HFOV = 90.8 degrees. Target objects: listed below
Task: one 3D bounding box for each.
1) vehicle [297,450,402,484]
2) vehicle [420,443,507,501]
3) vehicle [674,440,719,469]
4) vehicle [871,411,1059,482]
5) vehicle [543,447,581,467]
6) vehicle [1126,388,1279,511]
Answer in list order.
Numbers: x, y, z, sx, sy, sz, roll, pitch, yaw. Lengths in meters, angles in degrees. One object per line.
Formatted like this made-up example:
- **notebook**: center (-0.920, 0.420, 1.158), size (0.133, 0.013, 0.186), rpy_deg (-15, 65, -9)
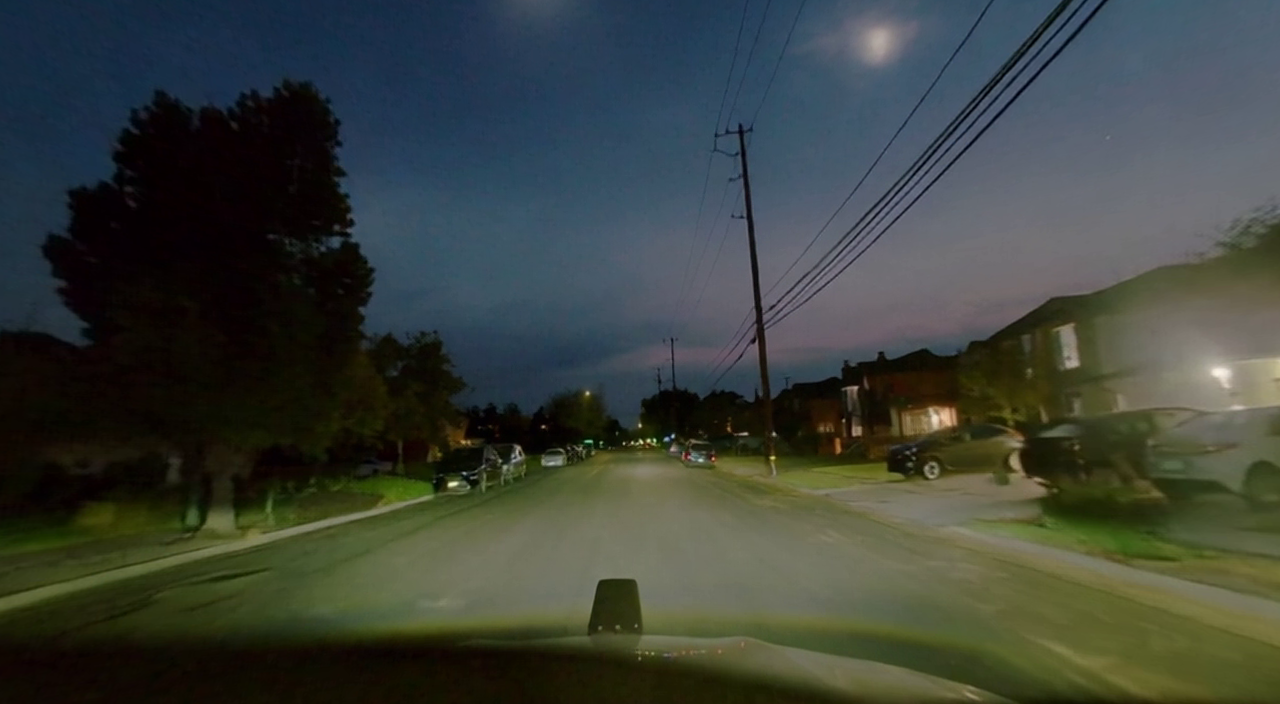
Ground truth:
- **vehicle**: center (-16.083, 6.390, 35.174), size (4.706, 1.681, 2.389), rpy_deg (-2, -8, 5)
- **vehicle**: center (-6.206, 4.206, 22.655), size (2.035, 1.736, 3.955), rpy_deg (-3, -8, -1)
- **vehicle**: center (3.442, 6.312, 39.296), size (2.247, 1.618, 4.655), rpy_deg (1, -8, -1)
- **vehicle**: center (9.850, 2.859, 19.408), size (4.559, 1.843, 2.081), rpy_deg (-2, -7, -4)
- **vehicle**: center (-6.043, 8.206, 49.281), size (2.199, 1.439, 4.757), rpy_deg (0, -9, 2)
- **vehicle**: center (11.116, 1.535, 10.125), size (4.782, 1.748, 2.106), rpy_deg (-1, -9, 2)
